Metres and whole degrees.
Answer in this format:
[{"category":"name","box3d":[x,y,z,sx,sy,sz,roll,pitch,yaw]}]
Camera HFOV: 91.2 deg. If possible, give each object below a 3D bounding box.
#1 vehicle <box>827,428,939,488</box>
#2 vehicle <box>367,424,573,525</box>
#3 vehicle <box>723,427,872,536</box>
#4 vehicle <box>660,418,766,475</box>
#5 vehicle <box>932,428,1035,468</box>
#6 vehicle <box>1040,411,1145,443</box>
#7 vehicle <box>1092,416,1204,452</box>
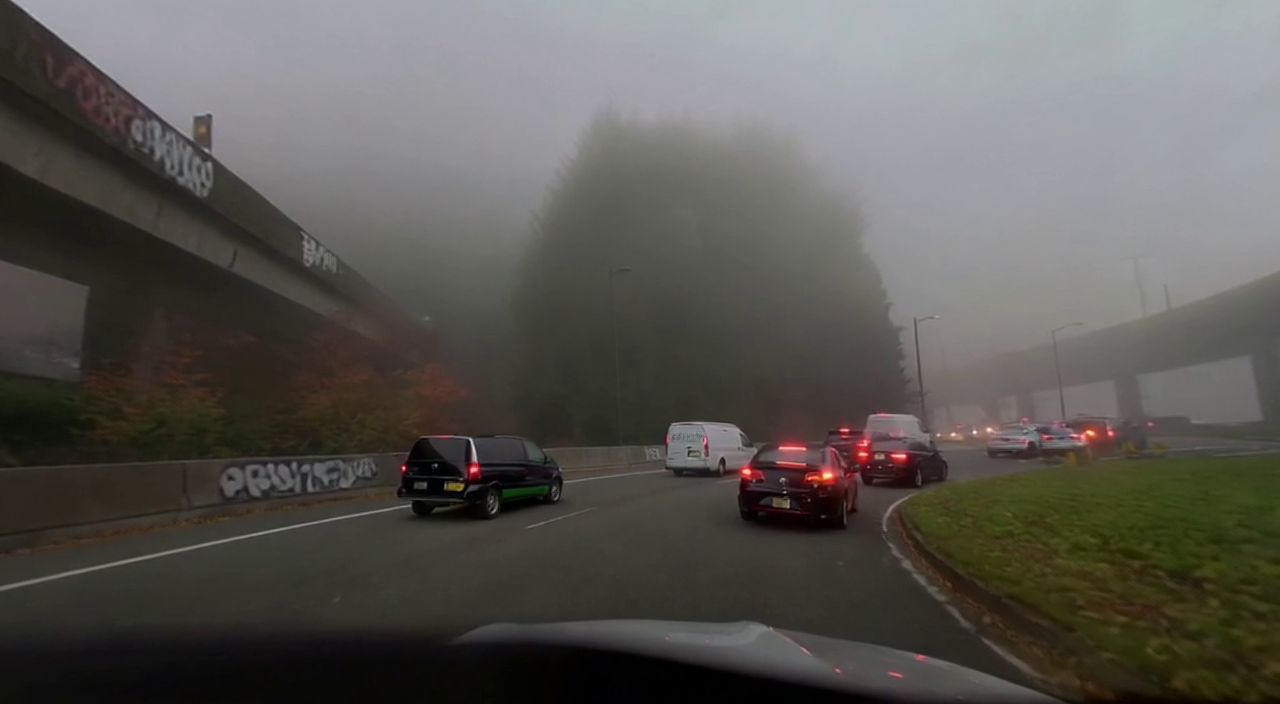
[{"category":"vehicle","box3d":[7.233,3.081,18.413,1.830,1.519,4.253,-7,-11,37]},{"category":"vehicle","box3d":[-2.959,2.259,12.015,1.921,1.554,4.081,-3,-9,16]},{"category":"vehicle","box3d":[2.900,2.147,10.921,2.064,1.515,3.722,-4,-9,20]},{"category":"vehicle","box3d":[2.656,3.358,22.243,1.835,1.825,4.005,-8,-11,39]},{"category":"vehicle","box3d":[13.546,3.768,24.664,3.902,1.446,1.780,5,-11,-33]},{"category":"vehicle","box3d":[24.109,4.036,33.447,4.309,1.613,1.909,1,-9,-10]},{"category":"vehicle","box3d":[22.523,3.677,27.805,3.934,1.485,1.763,3,-10,-15]}]
